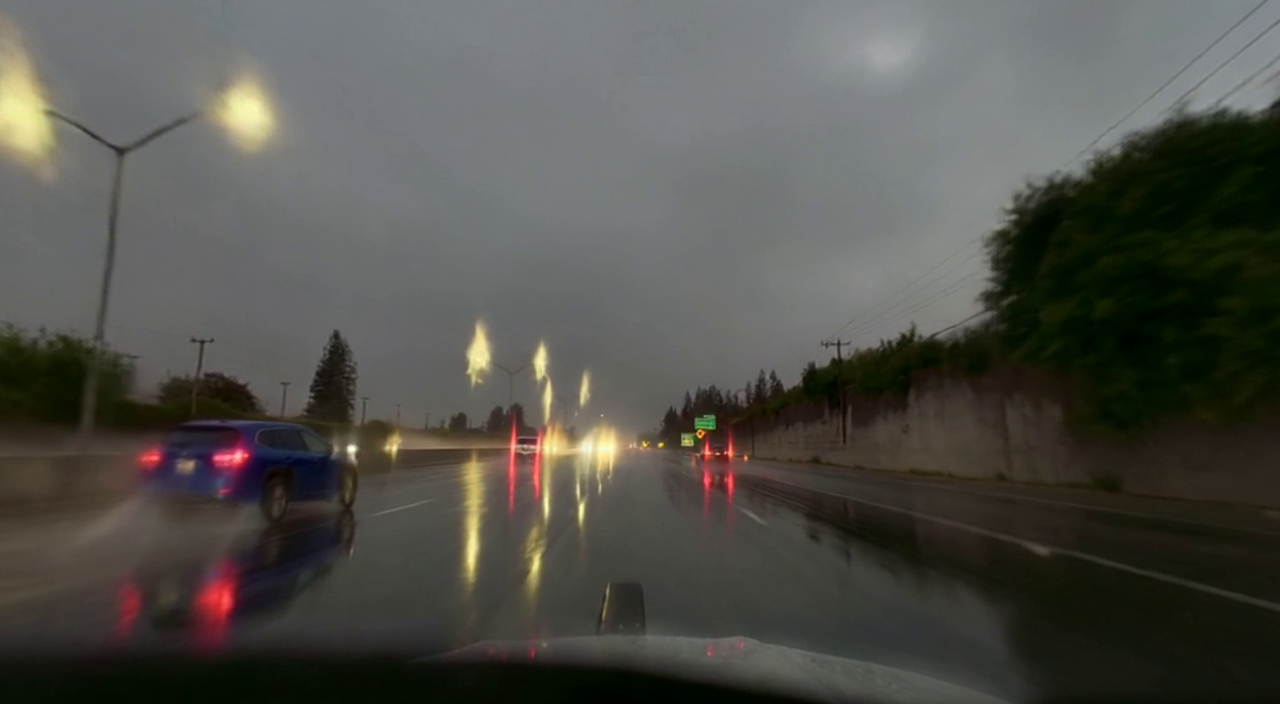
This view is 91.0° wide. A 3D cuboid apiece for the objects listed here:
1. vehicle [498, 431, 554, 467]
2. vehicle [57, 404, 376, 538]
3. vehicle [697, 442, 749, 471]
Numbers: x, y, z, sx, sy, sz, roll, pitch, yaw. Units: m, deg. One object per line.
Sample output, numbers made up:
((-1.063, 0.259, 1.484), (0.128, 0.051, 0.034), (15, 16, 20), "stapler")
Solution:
((-6.471, 5.578, 36.248), (2.255, 1.934, 4.868), (0, -9, 0), "vehicle")
((-6.446, 1.882, 10.475), (2.058, 1.698, 4.567), (0, -9, 0), "vehicle")
((4.645, 5.938, 35.989), (2.251, 1.520, 4.550), (1, -9, -1), "vehicle")
